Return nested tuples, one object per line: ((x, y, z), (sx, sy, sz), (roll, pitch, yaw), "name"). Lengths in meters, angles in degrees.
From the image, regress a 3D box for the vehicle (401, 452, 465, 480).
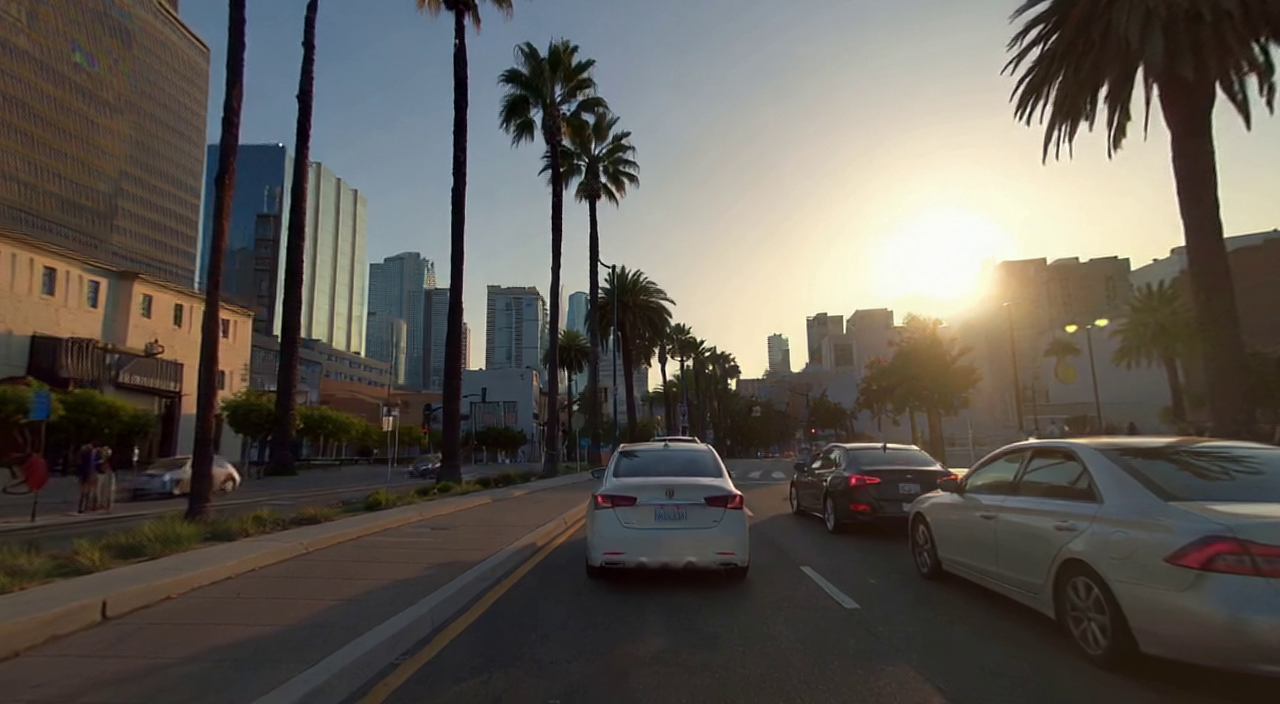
((-13.437, 7.396, 41.286), (2.078, 1.662, 4.436), (-2, -9, 9), "vehicle")

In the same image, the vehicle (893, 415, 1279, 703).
((3.642, 1.303, 4.598), (1.913, 1.469, 4.425), (-1, -9, 2), "vehicle")

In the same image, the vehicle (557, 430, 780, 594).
((0.314, 1.784, 7.821), (2.078, 1.503, 3.681), (-1, -9, 2), "vehicle")

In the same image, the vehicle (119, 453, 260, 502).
((-16.286, 4.524, 23.121), (1.801, 1.563, 4.015), (-2, -9, 8), "vehicle")
